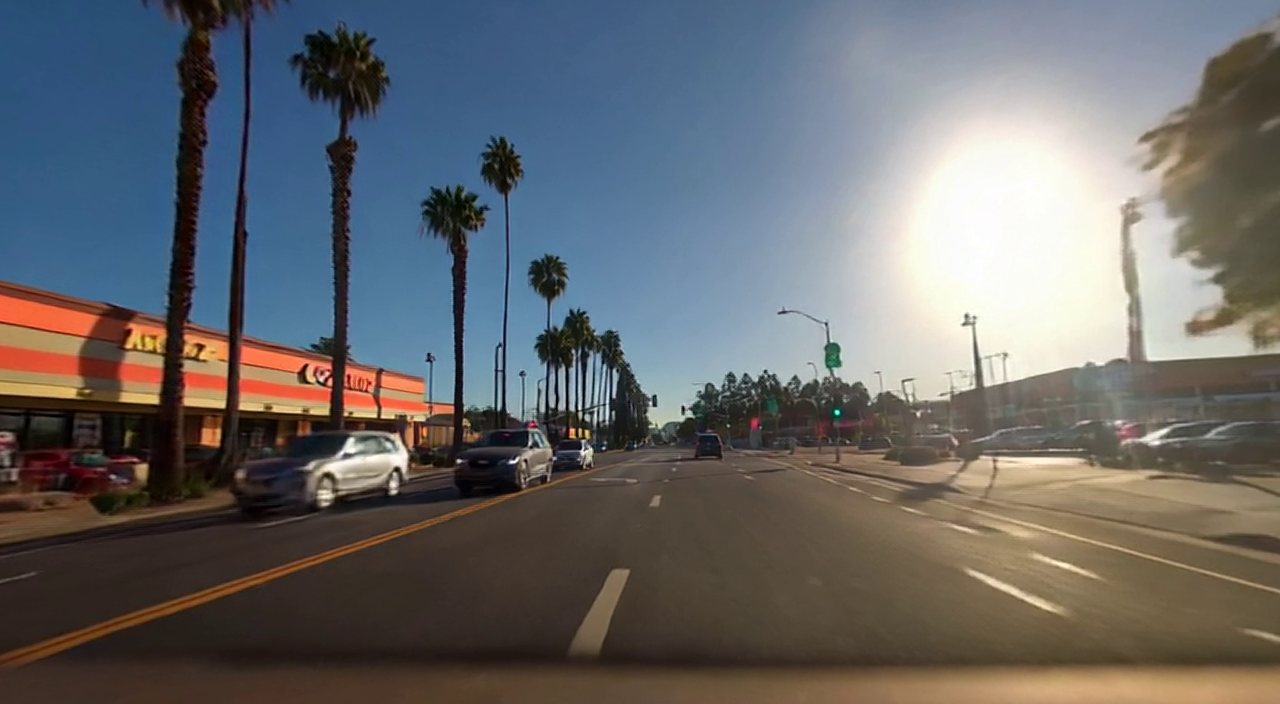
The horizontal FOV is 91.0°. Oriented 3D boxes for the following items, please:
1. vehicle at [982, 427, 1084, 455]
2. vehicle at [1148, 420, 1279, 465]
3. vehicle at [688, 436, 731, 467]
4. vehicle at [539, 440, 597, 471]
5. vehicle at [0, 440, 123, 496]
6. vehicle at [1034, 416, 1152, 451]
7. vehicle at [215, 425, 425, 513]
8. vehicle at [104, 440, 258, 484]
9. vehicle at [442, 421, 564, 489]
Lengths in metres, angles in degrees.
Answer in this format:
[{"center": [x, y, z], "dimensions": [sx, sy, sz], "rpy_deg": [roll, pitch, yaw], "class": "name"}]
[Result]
[{"center": [23.077, 5.243, 37.123], "dimensions": [2.028, 1.556, 4.625], "rpy_deg": [4, -9, -27], "class": "vehicle"}, {"center": [19.802, 3.012, 20.924], "dimensions": [4.140, 1.422, 1.869], "rpy_deg": [0, -8, 2], "class": "vehicle"}, {"center": [3.595, 5.200, 33.129], "dimensions": [2.065, 1.507, 4.225], "rpy_deg": [-1, -8, 4], "class": "vehicle"}, {"center": [-3.660, 5.359, 32.873], "dimensions": [2.090, 1.489, 4.909], "rpy_deg": [-1, -8, 5], "class": "vehicle"}, {"center": [-20.328, 3.836, 20.885], "dimensions": [4.498, 1.729, 2.102], "rpy_deg": [-1, -9, 2], "class": "vehicle"}, {"center": [26.562, 4.851, 37.117], "dimensions": [2.308, 1.868, 4.999], "rpy_deg": [4, -9, -25], "class": "vehicle"}, {"center": [-8.351, 3.104, 17.403], "dimensions": [2.328, 1.976, 5.915], "rpy_deg": [-1, -8, 5], "class": "vehicle"}, {"center": [-19.593, 4.700, 27.018], "dimensions": [5.050, 1.758, 2.134], "rpy_deg": [-1, -9, 5], "class": "vehicle"}, {"center": [-4.395, 3.465, 21.483], "dimensions": [2.551, 1.995, 5.615], "rpy_deg": [-1, -8, 4], "class": "vehicle"}]
